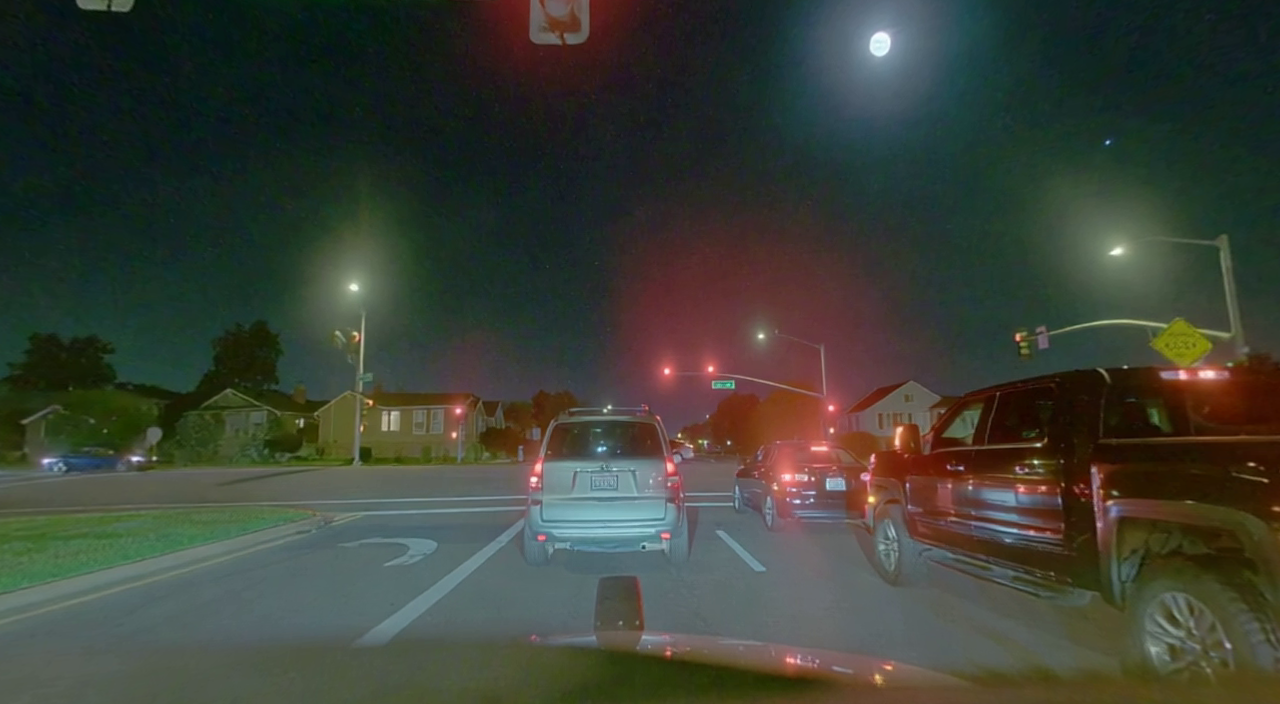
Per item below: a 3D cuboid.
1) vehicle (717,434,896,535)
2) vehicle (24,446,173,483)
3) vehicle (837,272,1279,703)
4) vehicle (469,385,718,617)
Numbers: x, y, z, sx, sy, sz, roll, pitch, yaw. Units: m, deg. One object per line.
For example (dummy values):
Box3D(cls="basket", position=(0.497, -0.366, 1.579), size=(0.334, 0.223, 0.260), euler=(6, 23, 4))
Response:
Box3D(cls="vehicle", position=(2.715, 2.269, 11.543), size=(1.952, 1.465, 4.421), euler=(0, -8, -2))
Box3D(cls="vehicle", position=(-23.033, 4.787, 27.029), size=(4.533, 1.350, 1.714), euler=(0, -7, -8))
Box3D(cls="vehicle", position=(2.970, 0.934, 3.778), size=(1.886, 1.849, 5.070), euler=(0, -8, -1))
Box3D(cls="vehicle", position=(-0.313, 1.399, 6.659), size=(1.915, 1.780, 3.379), euler=(0, -8, 2))
